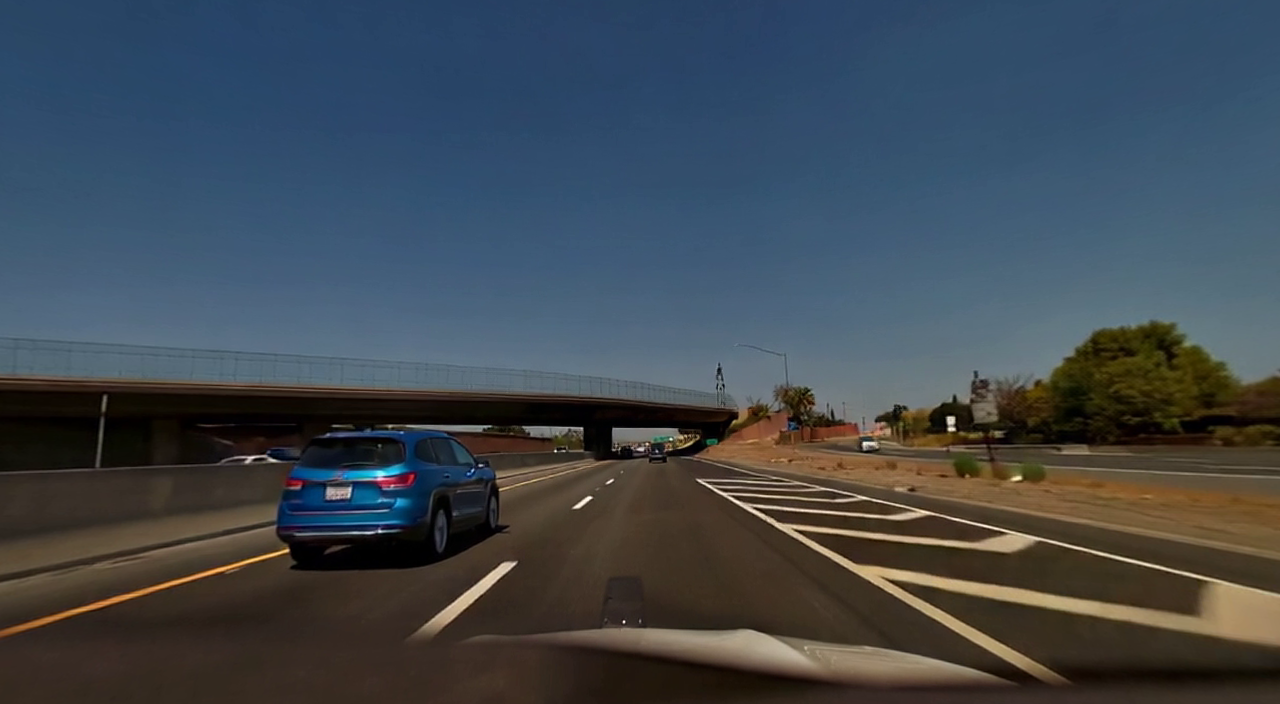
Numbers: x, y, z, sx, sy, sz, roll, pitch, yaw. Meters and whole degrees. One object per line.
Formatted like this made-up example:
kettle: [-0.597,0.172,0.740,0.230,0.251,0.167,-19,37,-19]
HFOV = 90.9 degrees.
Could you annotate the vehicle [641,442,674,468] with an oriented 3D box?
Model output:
vehicle: [1.150,6.912,42.599,2.073,1.621,3.993,-1,-9,0]

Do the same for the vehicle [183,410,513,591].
vehicle: [-3.245,1.756,8.330,2.143,1.693,4.513,-1,-9,1]
